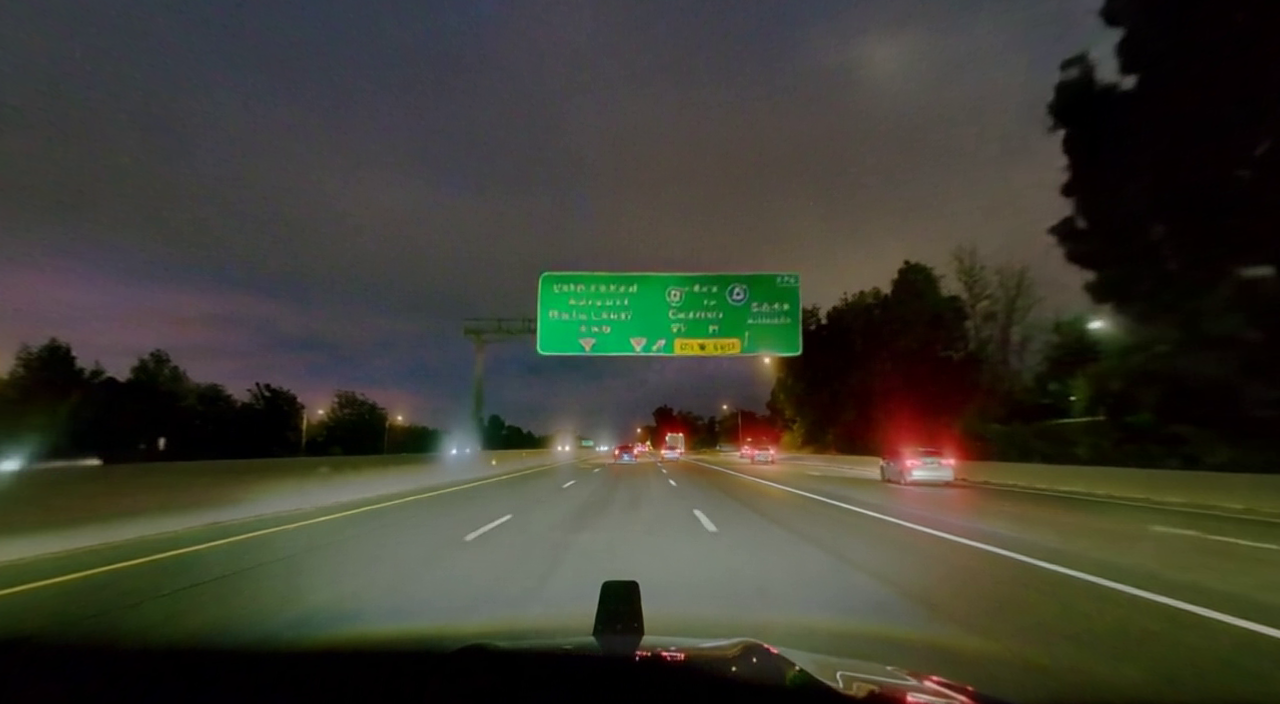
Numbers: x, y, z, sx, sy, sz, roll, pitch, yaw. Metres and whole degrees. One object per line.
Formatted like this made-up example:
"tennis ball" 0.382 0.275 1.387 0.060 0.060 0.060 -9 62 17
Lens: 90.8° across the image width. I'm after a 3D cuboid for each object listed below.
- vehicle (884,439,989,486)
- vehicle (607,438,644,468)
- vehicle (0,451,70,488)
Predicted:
"vehicle" 11.399 4.252 24.685 1.912 1.673 4.438 0 -8 -1
"vehicle" -0.855 6.204 38.918 2.121 1.739 4.087 0 -8 -1
"vehicle" -25.683 4.701 25.481 1.691 1.395 3.857 0 -8 0
